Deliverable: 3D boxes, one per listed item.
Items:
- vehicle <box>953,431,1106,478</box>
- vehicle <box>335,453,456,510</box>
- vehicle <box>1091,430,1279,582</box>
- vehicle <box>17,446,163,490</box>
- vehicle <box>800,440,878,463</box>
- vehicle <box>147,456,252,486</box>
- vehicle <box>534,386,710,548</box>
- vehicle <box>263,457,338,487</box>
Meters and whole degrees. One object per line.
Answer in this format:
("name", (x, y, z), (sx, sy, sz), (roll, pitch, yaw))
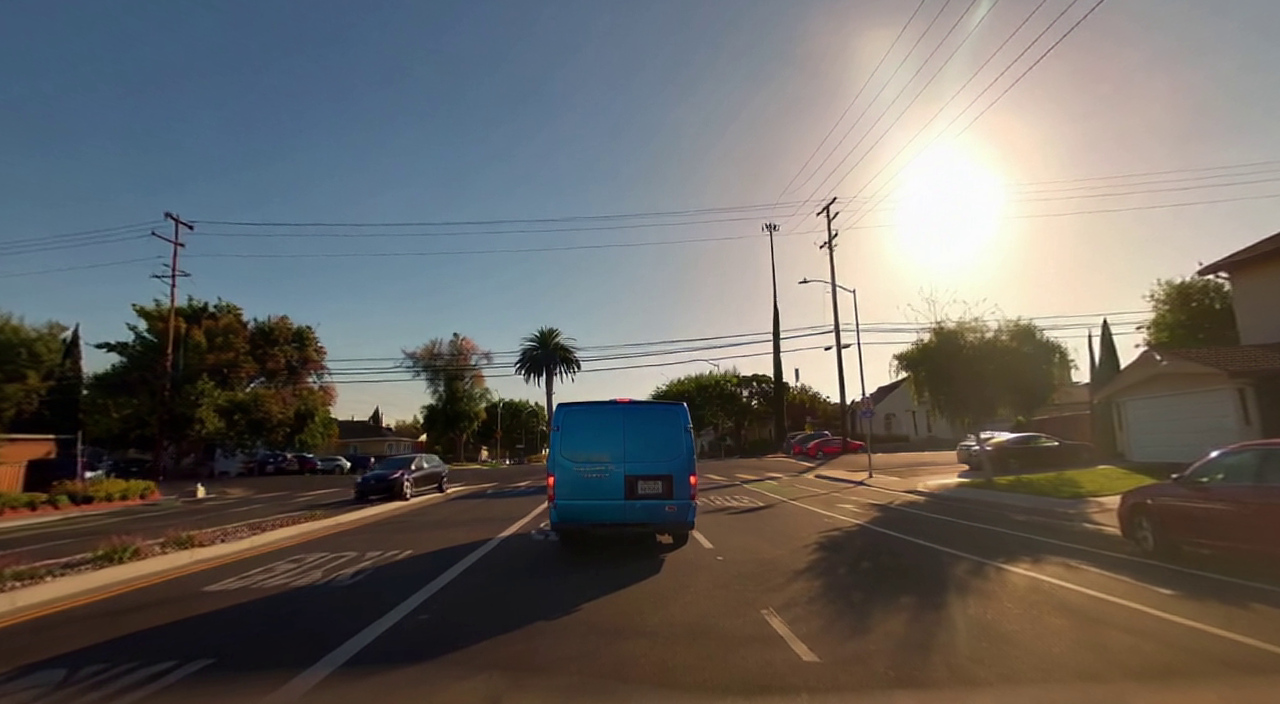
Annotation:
("vehicle", (13.125, 3.466, 21.472), (3.916, 1.517, 1.887), (0, -9, -2))
("vehicle", (-7.397, 3.930, 19.659), (1.962, 1.481, 4.434), (0, -9, 0))
("vehicle", (7.328, 1.586, 6.660), (1.883, 1.504, 4.220), (0, -9, -2))
("vehicle", (-26.946, 5.679, 31.113), (5.026, 2.017, 2.215), (0, -9, -1))
("vehicle", (13.086, 6.580, 41.732), (4.483, 1.463, 1.805), (0, -9, -1))
("vehicle", (-27.470, 7.396, 39.502), (4.972, 1.776, 2.057), (0, -9, -1))
("vehicle", (-0.369, 1.896, 10.965), (2.342, 2.142, 4.809), (0, -9, -3))
("vehicle", (-18.479, 6.540, 34.567), (1.816, 1.445, 4.120), (0, -9, 0))
